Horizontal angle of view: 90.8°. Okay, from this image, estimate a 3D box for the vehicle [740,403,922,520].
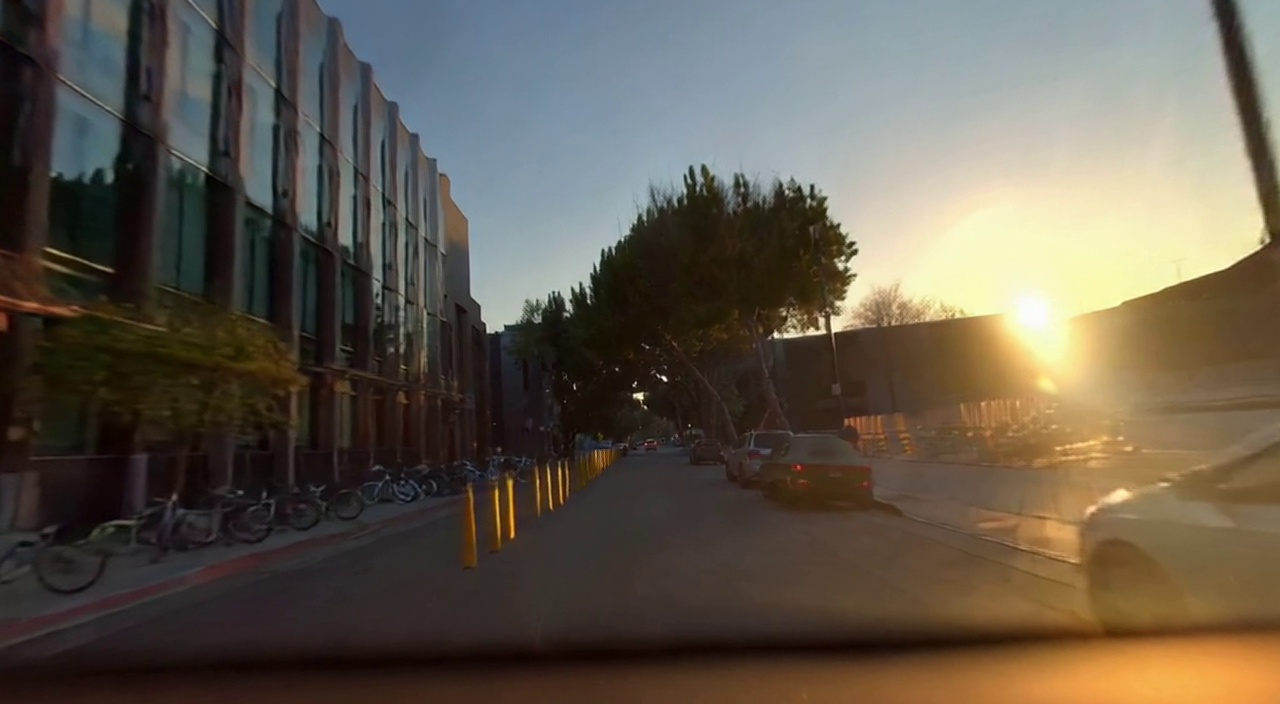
[{"bbox_3d":[3.472,2.140,12.690,2.127,1.864,4.892,-1,-9,1],"label":"vehicle"}]

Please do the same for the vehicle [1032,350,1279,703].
[{"bbox_3d":[3.803,0.789,2.222,1.999,1.769,4.191,-1,-8,-2],"label":"vehicle"}]

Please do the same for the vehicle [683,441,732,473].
[{"bbox_3d":[3.309,5.280,32.071,1.963,1.445,4.948,-1,-8,0],"label":"vehicle"}]
